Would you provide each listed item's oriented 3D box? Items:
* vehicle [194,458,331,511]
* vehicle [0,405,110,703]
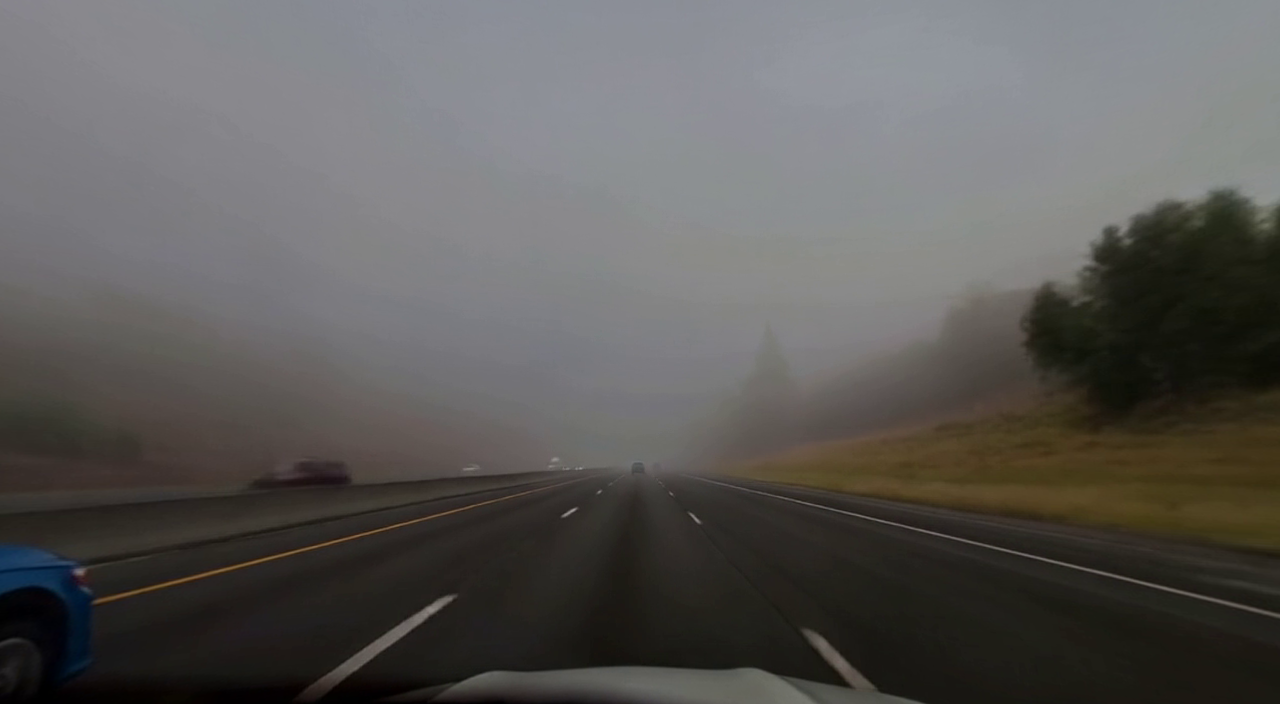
[{"bbox_3d":[-11.779,4.155,20.058,1.801,1.457,4.100,1,-10,0],"label":"vehicle"},{"bbox_3d":[-3.252,0.598,0.363,2.016,1.506,4.387,1,-11,0],"label":"vehicle"}]
